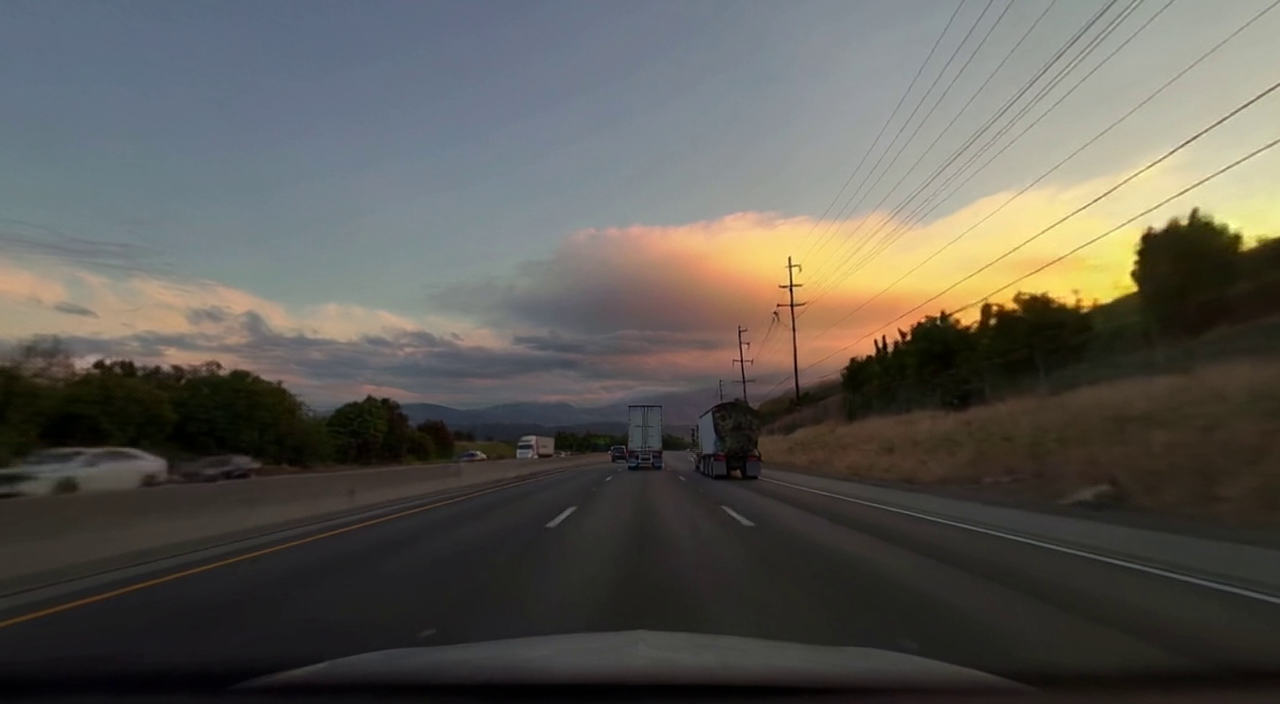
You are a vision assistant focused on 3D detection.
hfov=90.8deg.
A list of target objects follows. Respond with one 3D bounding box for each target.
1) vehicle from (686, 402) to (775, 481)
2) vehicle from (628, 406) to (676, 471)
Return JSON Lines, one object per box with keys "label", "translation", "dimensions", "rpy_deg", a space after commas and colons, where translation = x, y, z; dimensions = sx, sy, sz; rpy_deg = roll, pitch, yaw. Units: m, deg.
{"label": "vehicle", "translation": [4.208, 4.559, 31.588], "dimensions": [2.938, 3.378, 8.820], "rpy_deg": [0, -9, -1]}
{"label": "vehicle", "translation": [0.653, 6.556, 46.790], "dimensions": [2.997, 4.076, 13.224], "rpy_deg": [0, -9, -1]}
